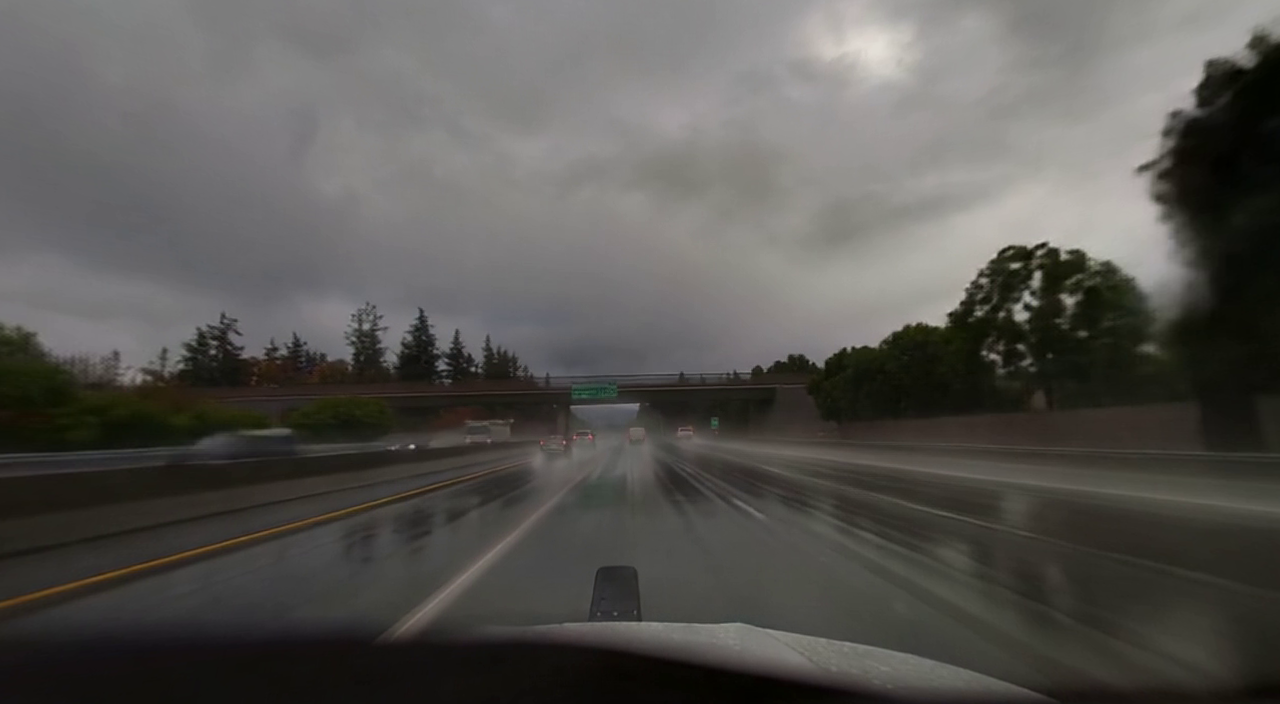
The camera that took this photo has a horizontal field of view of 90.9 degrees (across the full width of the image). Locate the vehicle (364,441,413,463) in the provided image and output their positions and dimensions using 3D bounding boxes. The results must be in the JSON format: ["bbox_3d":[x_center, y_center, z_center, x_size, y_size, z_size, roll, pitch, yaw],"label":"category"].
[{"bbox_3d":[-17.788,7.074,44.768,1.752,1.452,4.406,0,-8,-1],"label":"vehicle"}]

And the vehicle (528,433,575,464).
[{"bbox_3d":[-4.478,4.947,32.405,1.933,1.473,4.023,0,-8,-1],"label":"vehicle"}]

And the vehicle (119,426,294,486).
[{"bbox_3d":[-12.968,3.118,19.347,1.994,1.594,4.817,0,-8,-1],"label":"vehicle"}]
